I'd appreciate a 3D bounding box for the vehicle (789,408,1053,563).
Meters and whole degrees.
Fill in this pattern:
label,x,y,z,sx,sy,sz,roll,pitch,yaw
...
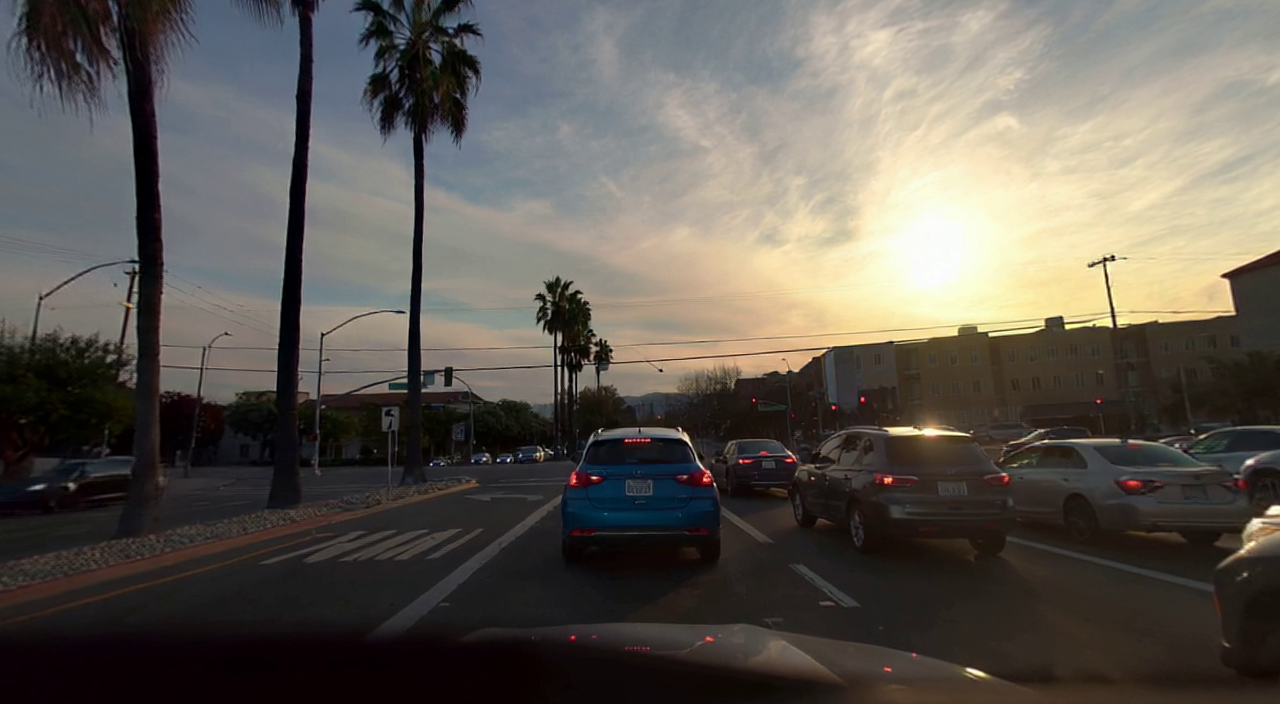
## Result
label,x,y,z,sx,sy,sz,roll,pitch,yaw
vehicle,3.663,1.820,9.249,1.947,1.725,4.159,0,-9,0

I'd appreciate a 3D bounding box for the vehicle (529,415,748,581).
label,x,y,z,sx,sy,sz,roll,pitch,yaw
vehicle,-0.020,1.708,8.120,2.083,1.572,4.021,0,-9,0

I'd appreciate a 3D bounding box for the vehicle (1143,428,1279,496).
label,x,y,z,sx,sy,sz,roll,pitch,yaw
vehicle,18.061,3.200,18.484,4.786,1.848,2.107,0,-9,-1

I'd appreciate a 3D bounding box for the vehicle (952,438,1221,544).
label,x,y,z,sx,sy,sz,roll,pitch,yaw
vehicle,7.370,2.291,11.055,1.832,1.477,3.981,0,-9,2

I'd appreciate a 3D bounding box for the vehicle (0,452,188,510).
label,x,y,z,sx,sy,sz,roll,pitch,yaw
vehicle,-15.997,3.708,18.679,2.021,1.464,4.505,0,-9,-2
